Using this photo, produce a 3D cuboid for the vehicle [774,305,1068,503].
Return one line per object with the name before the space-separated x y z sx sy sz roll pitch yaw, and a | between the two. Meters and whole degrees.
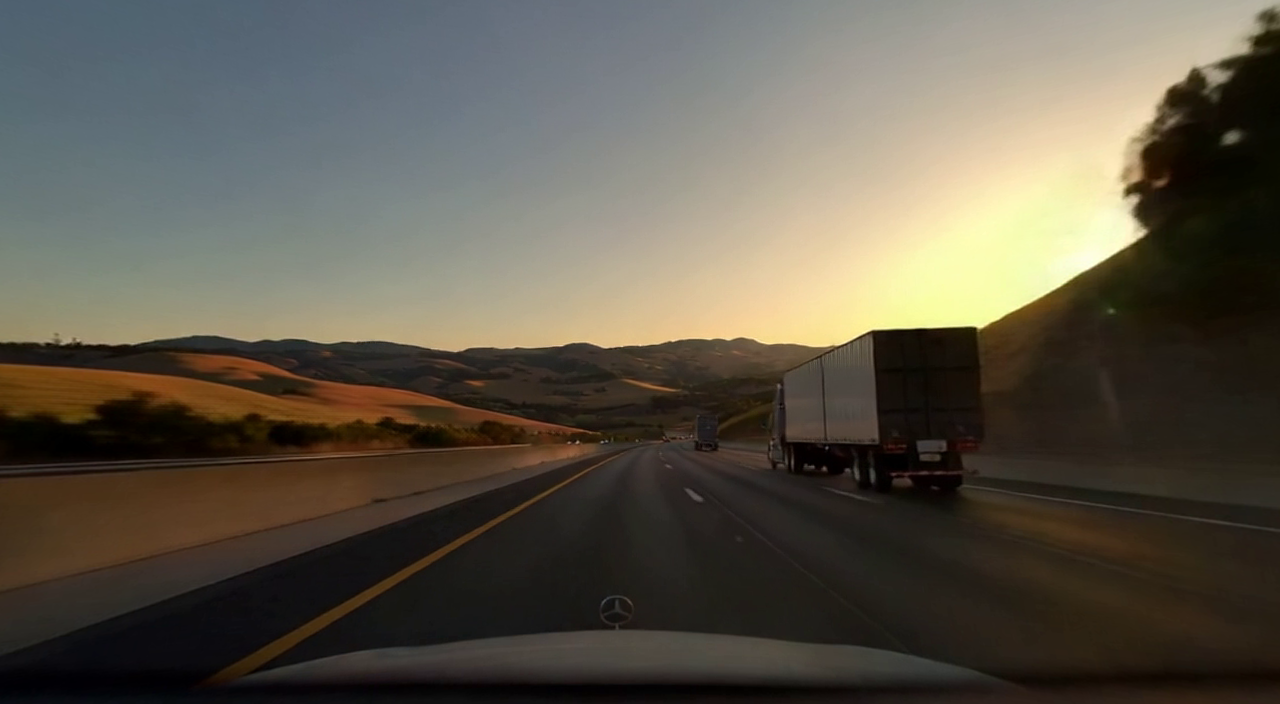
vehicle | 7.221 2.025 19.960 2.885 4.075 13.981 -1 -8 0
